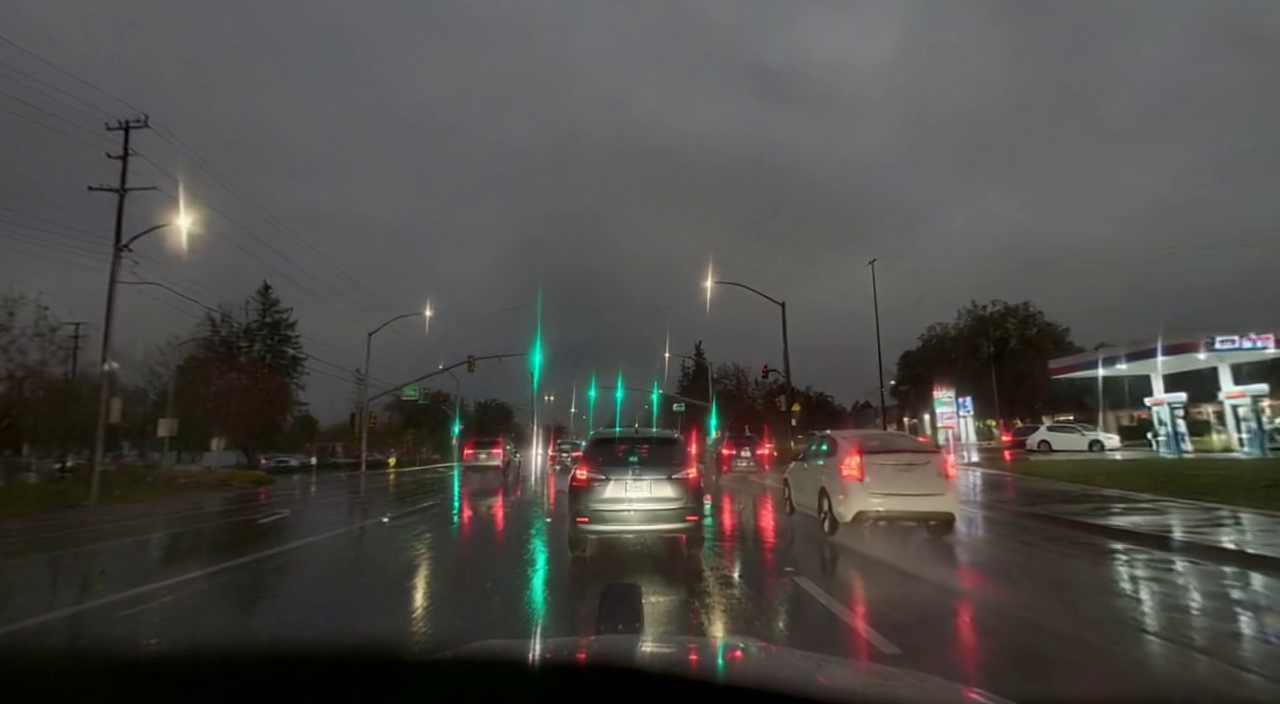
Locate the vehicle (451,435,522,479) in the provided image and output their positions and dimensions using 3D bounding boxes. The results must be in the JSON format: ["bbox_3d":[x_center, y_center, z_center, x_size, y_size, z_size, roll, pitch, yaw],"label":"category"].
[{"bbox_3d":[-6.498,4.492,27.329,1.994,1.695,4.471,0,-8,-1],"label":"vehicle"}]

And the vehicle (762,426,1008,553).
[{"bbox_3d":[3.314,1.937,9.662,1.904,1.472,4.358,0,-8,-2],"label":"vehicle"}]

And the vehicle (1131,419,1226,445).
[{"bbox_3d":[39.547,5.929,46.509,4.834,1.808,2.006,-2,-9,9],"label":"vehicle"}]

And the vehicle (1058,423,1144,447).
[{"bbox_3d":[32.533,5.903,44.696,4.452,1.605,1.845,-2,-9,9],"label":"vehicle"}]

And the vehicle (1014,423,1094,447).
[{"bbox_3d":[31.415,6.346,48.042,4.616,1.711,1.897,-2,-9,9],"label":"vehicle"}]

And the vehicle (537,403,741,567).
[{"bbox_3d":[-0.087,1.694,8.716,2.164,1.718,3.881,0,-8,-2],"label":"vehicle"}]
